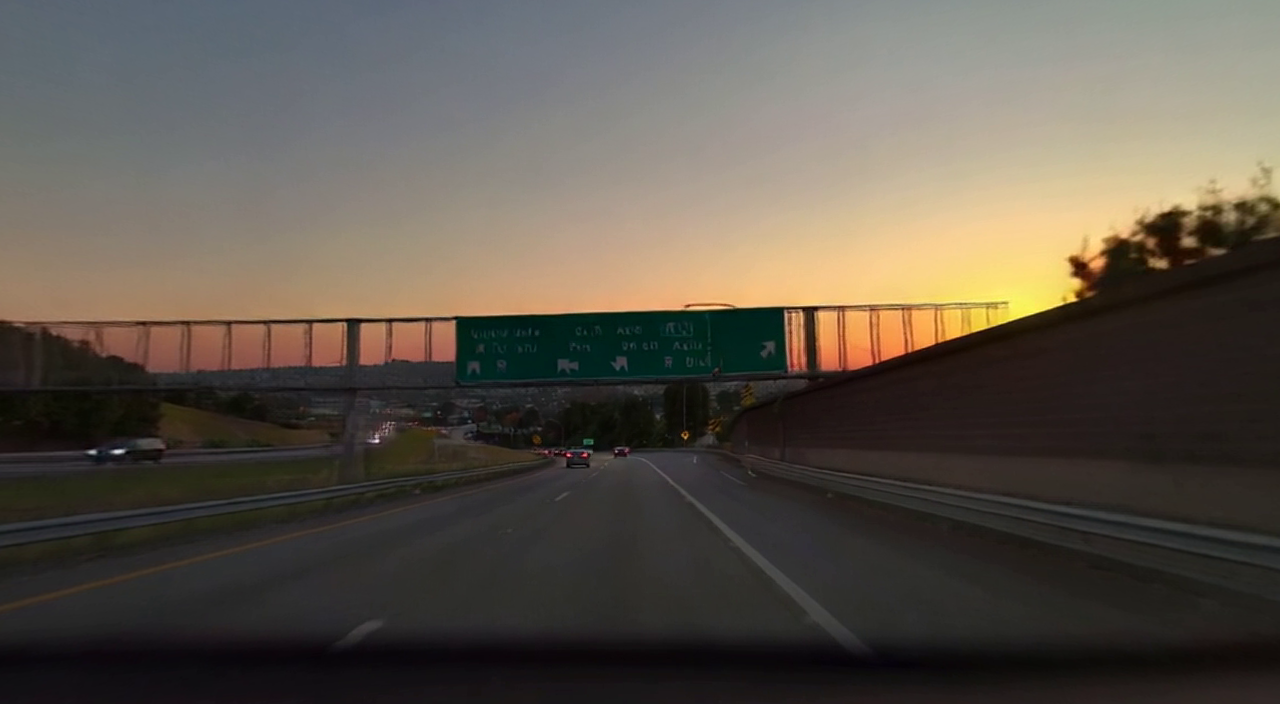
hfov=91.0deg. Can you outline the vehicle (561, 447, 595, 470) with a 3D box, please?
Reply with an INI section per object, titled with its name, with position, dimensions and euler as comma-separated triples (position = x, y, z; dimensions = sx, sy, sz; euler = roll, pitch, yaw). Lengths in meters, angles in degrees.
[vehicle]
position = -4.556, 7.922, 46.944
dimensions = 2.234, 1.588, 4.484
euler = 1, -8, -2
